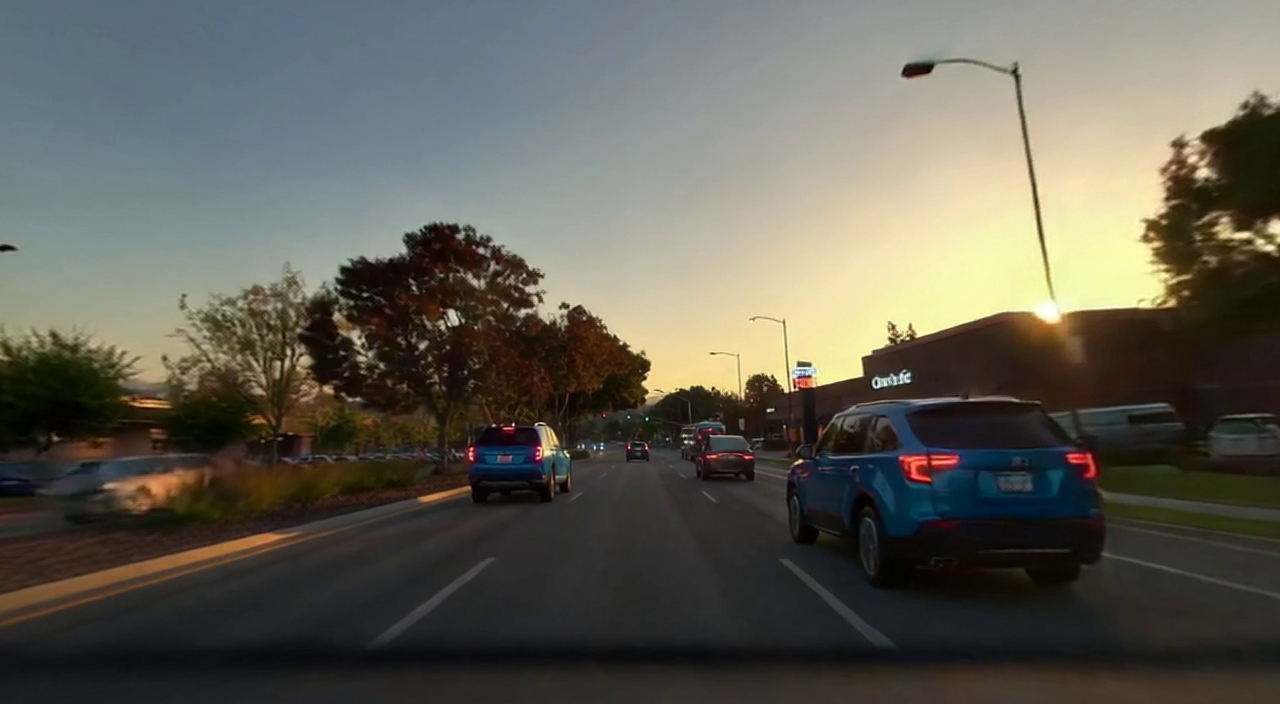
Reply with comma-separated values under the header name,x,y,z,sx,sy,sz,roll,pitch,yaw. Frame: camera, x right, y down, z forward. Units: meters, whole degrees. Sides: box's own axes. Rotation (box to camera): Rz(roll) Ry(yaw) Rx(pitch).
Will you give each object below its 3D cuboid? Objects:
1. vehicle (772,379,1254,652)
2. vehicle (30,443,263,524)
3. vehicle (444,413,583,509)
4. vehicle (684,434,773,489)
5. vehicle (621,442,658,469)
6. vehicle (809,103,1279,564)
name,x,y,z,sx,sy,sz,roll,pitch,yaw
vehicle,2.836,1.355,6.271,2.018,1.719,4.369,0,-8,-1
vehicle,-11.584,3.059,15.364,2.134,1.661,4.374,0,-8,0
vehicle,-2.953,2.728,16.251,2.368,2.037,5.319,0,-8,1
vehicle,2.788,3.599,21.122,2.174,1.596,4.779,0,-8,-1
vehicle,-0.053,6.069,37.292,2.008,1.464,4.052,0,-8,-1
vehicle,7.189,0.845,12.650,2.878,4.158,16.287,0,-8,-1
